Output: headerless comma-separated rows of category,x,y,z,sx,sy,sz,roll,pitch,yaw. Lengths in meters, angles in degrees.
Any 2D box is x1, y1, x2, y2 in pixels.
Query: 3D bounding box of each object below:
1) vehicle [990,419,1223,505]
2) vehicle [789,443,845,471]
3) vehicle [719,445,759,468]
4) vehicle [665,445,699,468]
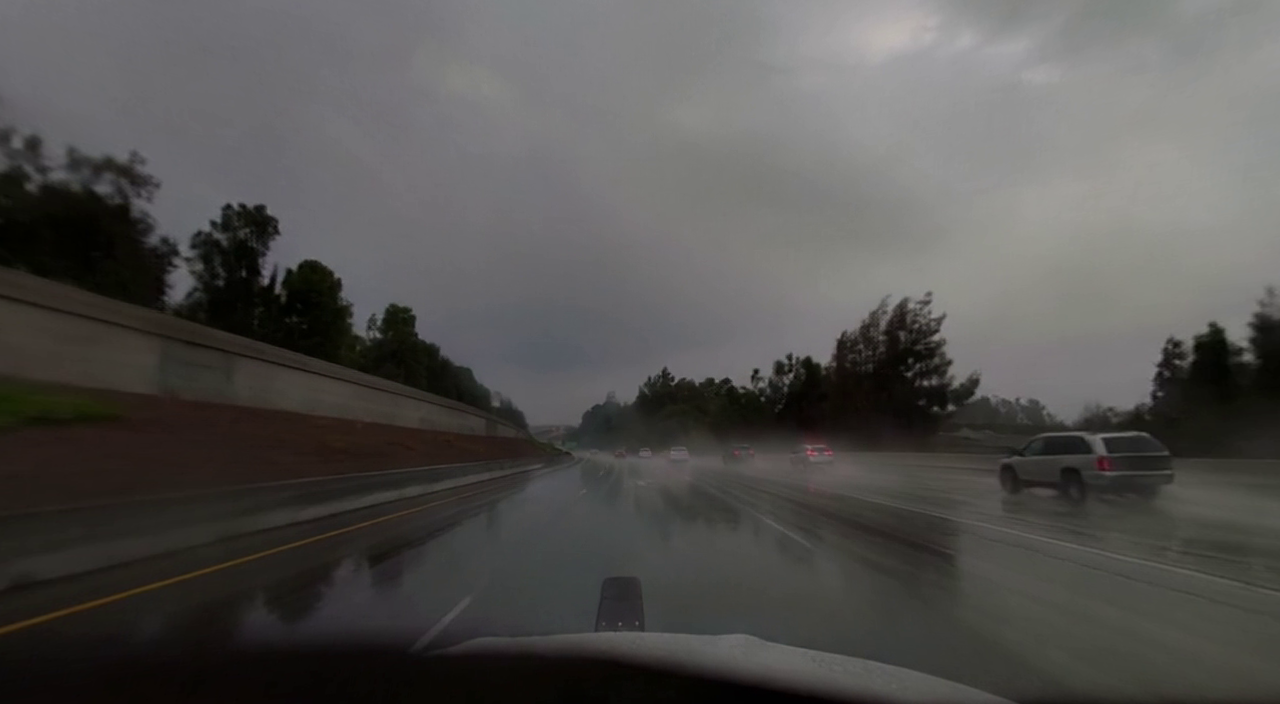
vehicle,10.881,2.594,15.252,2.077,1.763,4.472,0,-8,-2
vehicle,10.654,6.333,38.256,1.987,1.546,4.271,0,-8,-3
vehicle,6.909,7.321,44.332,1.904,1.488,4.299,0,-8,-3
vehicle,2.851,7.218,43.514,1.934,1.491,3.982,0,-8,-3
